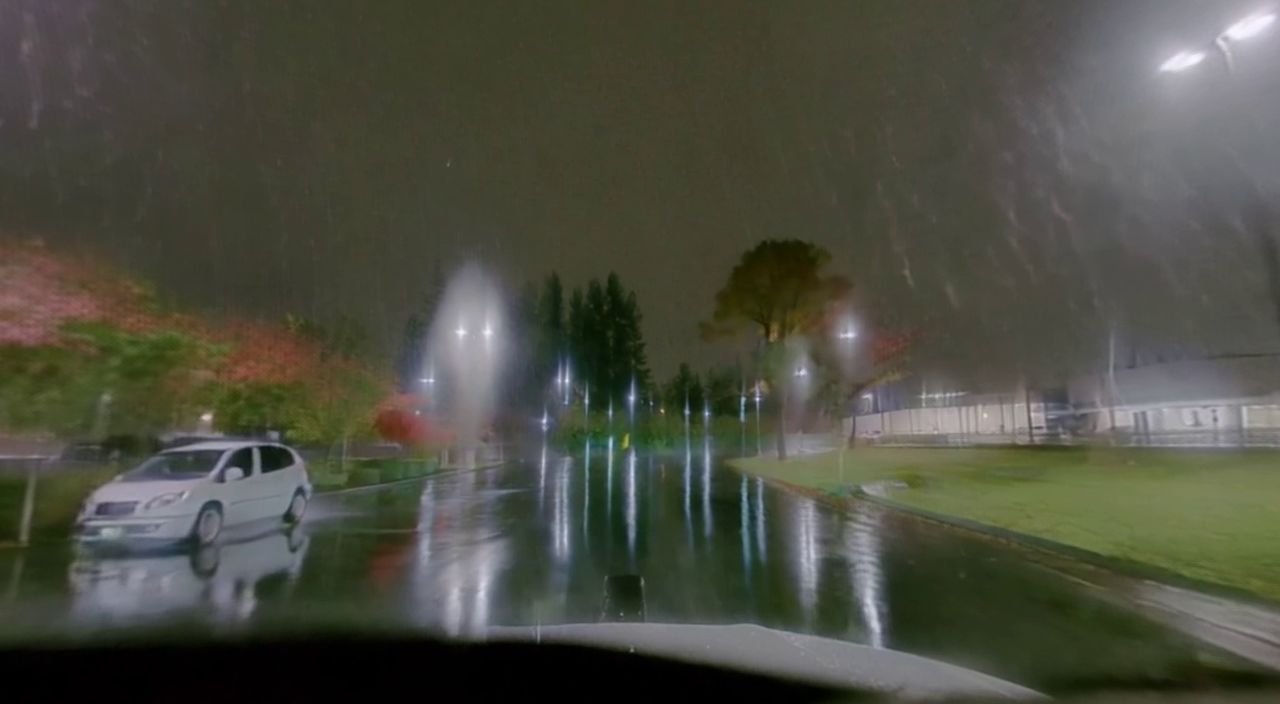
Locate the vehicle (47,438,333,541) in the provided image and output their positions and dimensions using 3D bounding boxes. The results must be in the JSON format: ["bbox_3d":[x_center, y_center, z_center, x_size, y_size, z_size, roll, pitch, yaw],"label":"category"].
[{"bbox_3d":[-8.896,2.699,13.299,2.360,1.741,4.912,0,-8,1],"label":"vehicle"}]
